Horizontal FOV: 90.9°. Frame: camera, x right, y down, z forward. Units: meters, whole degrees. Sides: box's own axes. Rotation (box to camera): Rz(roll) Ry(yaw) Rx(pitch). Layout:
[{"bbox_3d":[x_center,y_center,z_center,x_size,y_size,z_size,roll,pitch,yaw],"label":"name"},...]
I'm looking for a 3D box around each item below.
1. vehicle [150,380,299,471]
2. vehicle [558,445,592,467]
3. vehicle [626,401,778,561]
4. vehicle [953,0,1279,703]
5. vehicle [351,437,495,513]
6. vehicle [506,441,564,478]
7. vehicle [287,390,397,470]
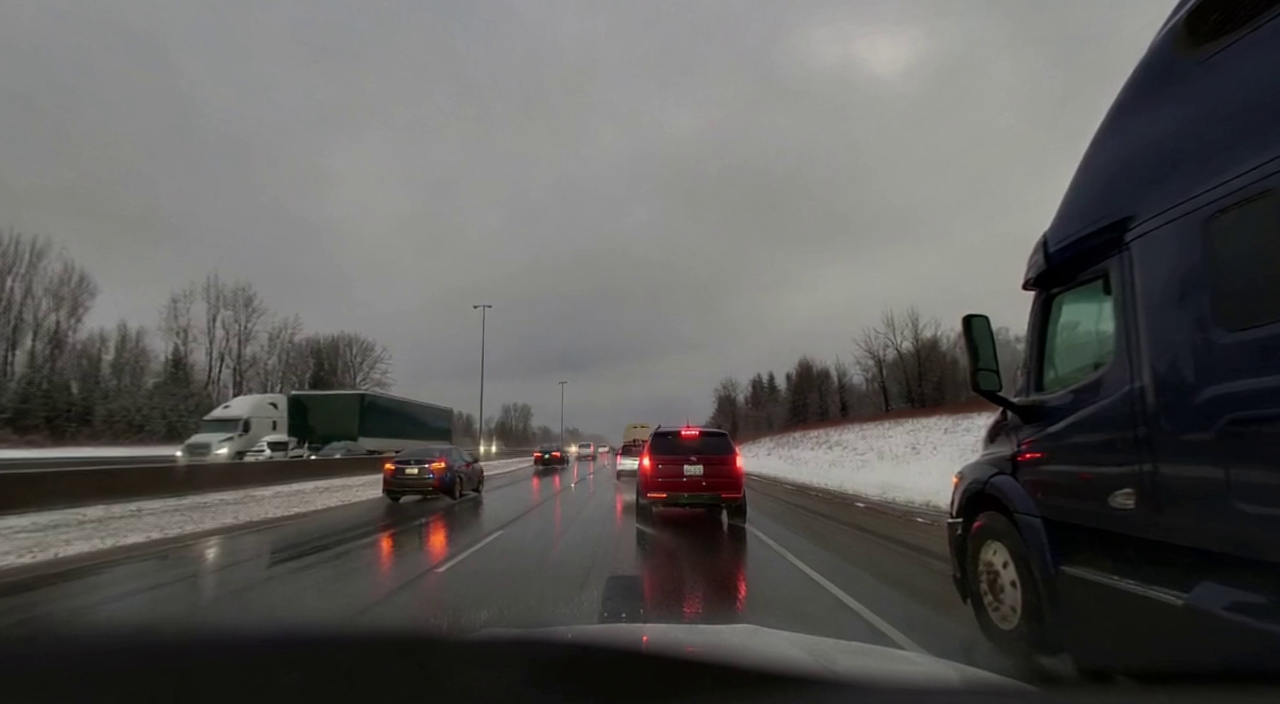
[{"bbox_3d":[-19.857,3.669,30.664,2.867,3.988,6.021,0,-9,1],"label":"vehicle"},{"bbox_3d":[-4.501,7.271,44.161,1.857,1.423,3.920,0,-9,1],"label":"vehicle"},{"bbox_3d":[0.755,1.864,9.704,1.825,1.920,3.960,0,-9,0],"label":"vehicle"},{"bbox_3d":[3.834,0.147,3.379,2.141,3.473,4.217,-1,-9,3],"label":"vehicle"},{"bbox_3d":[-4.757,2.730,14.472,1.867,1.489,3.829,0,-9,1],"label":"vehicle"},{"bbox_3d":[-4.702,4.876,28.804,1.855,1.527,4.209,0,-9,1],"label":"vehicle"},{"bbox_3d":[-15.927,4.289,34.240,2.946,3.934,5.884,0,-9,1],"label":"vehicle"}]
